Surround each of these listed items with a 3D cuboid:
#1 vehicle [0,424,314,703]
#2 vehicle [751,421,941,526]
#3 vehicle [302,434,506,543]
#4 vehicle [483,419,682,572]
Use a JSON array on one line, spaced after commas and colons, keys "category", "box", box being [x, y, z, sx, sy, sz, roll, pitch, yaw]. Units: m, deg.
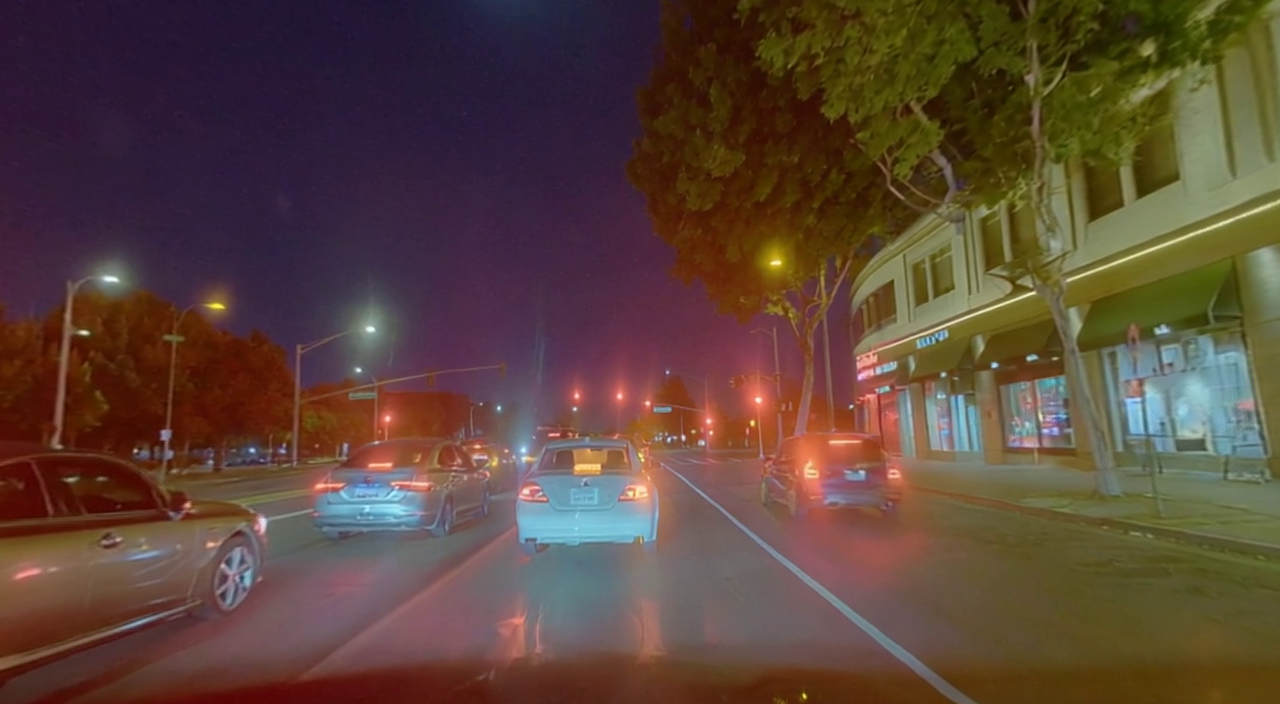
[{"category": "vehicle", "box": [-4.129, 1.186, 3.710, 2.020, 1.457, 4.496, 0, -9, 0]}, {"category": "vehicle", "box": [3.670, 2.260, 12.285, 2.097, 1.651, 4.300, 0, -9, -2]}, {"category": "vehicle", "box": [-3.733, 2.217, 10.933, 1.950, 1.487, 4.130, 0, -9, 0]}, {"category": "vehicle", "box": [-0.618, 1.772, 8.532, 2.042, 1.555, 3.912, 0, -9, -1]}]
